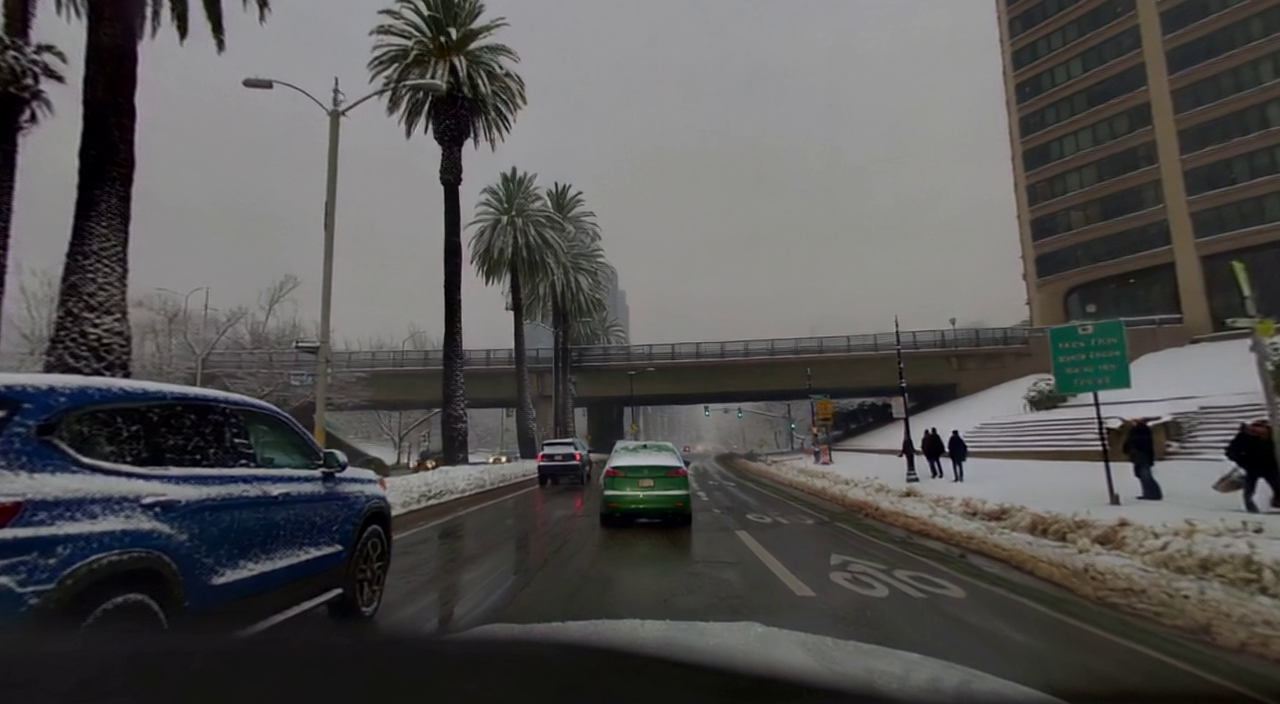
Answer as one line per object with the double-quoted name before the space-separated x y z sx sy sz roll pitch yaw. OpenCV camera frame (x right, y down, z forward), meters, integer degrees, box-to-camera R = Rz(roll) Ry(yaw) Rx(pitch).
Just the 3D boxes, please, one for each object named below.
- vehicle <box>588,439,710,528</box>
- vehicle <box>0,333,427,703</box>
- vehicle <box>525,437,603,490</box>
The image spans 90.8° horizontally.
"vehicle" 0.164 2.508 12.681 2.036 1.461 4.129 0 -8 0
"vehicle" -3.166 1.074 3.928 2.014 1.740 4.359 0 -8 2
"vehicle" -2.531 3.861 22.190 1.955 1.637 4.032 -1 -9 4
